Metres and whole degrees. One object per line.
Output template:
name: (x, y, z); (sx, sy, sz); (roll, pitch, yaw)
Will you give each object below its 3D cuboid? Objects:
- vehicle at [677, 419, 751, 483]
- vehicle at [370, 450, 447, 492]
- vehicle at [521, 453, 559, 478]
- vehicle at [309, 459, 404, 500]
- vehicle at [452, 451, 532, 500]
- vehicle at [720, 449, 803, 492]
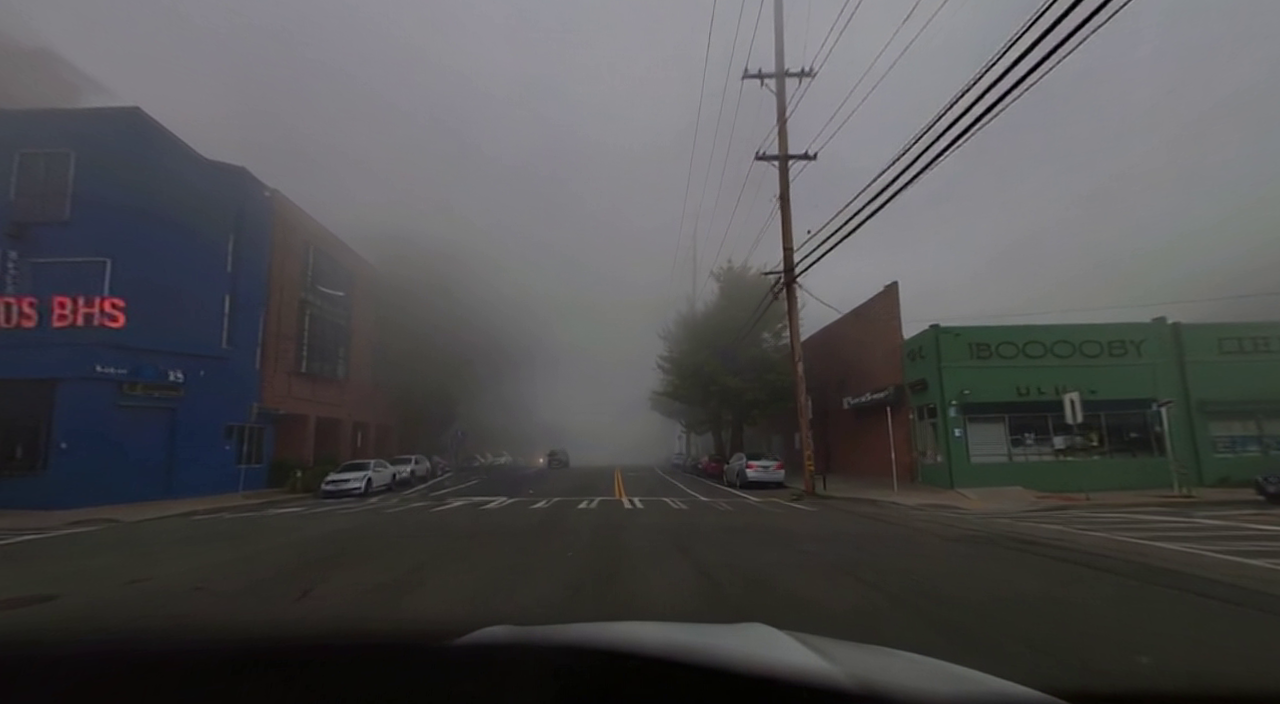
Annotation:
vehicle: (3.982, 5.605, 35.876); (2.815, 3.203, 7.558); (1, -9, -3)
vehicle: (-11.430, 5.863, 31.569); (2.072, 1.818, 4.951); (-3, -9, -1)
vehicle: (-6.580, 7.520, 42.077); (1.845, 1.469, 4.413); (0, -9, -1)
vehicle: (-11.434, 5.157, 25.869); (1.978, 1.452, 4.263); (0, -9, -1)
vehicle: (-5.062, 4.252, 22.216); (2.050, 1.505, 4.219); (1, -9, -4)
vehicle: (5.086, 5.029, 27.155); (1.963, 1.646, 4.204); (2, -9, -12)
